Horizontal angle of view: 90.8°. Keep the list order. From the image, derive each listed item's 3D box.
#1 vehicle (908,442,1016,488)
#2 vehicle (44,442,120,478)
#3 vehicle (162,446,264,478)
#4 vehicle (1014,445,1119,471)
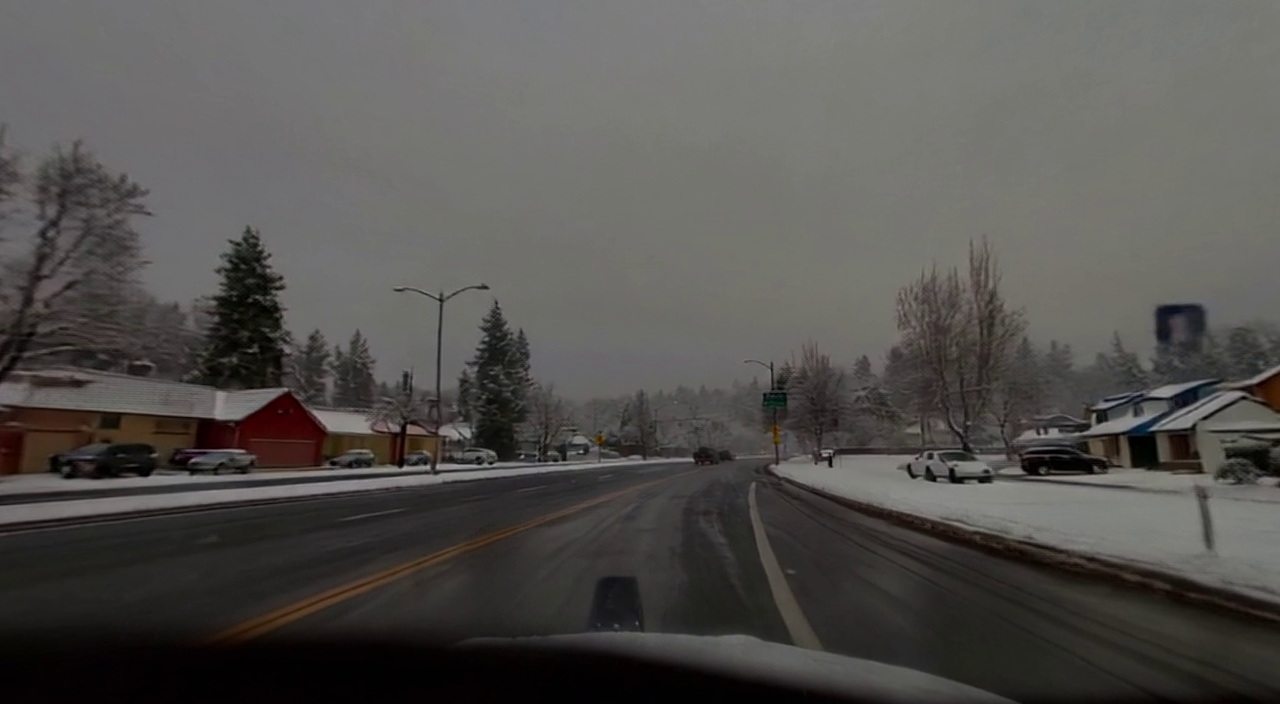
[{"bbox_3d":[12.209,4.434,24.360,1.988,1.487,4.479,-2,-13,3],"label":"vehicle"},{"bbox_3d":[-32.476,6.273,36.721,4.799,1.651,2.268,-10,-7,35],"label":"vehicle"},{"bbox_3d":[-26.007,6.704,38.731,2.013,1.792,4.950,-2,-9,14],"label":"vehicle"},{"bbox_3d":[25.312,6.289,37.616,4.669,1.517,1.993,-1,-9,6],"label":"vehicle"}]
